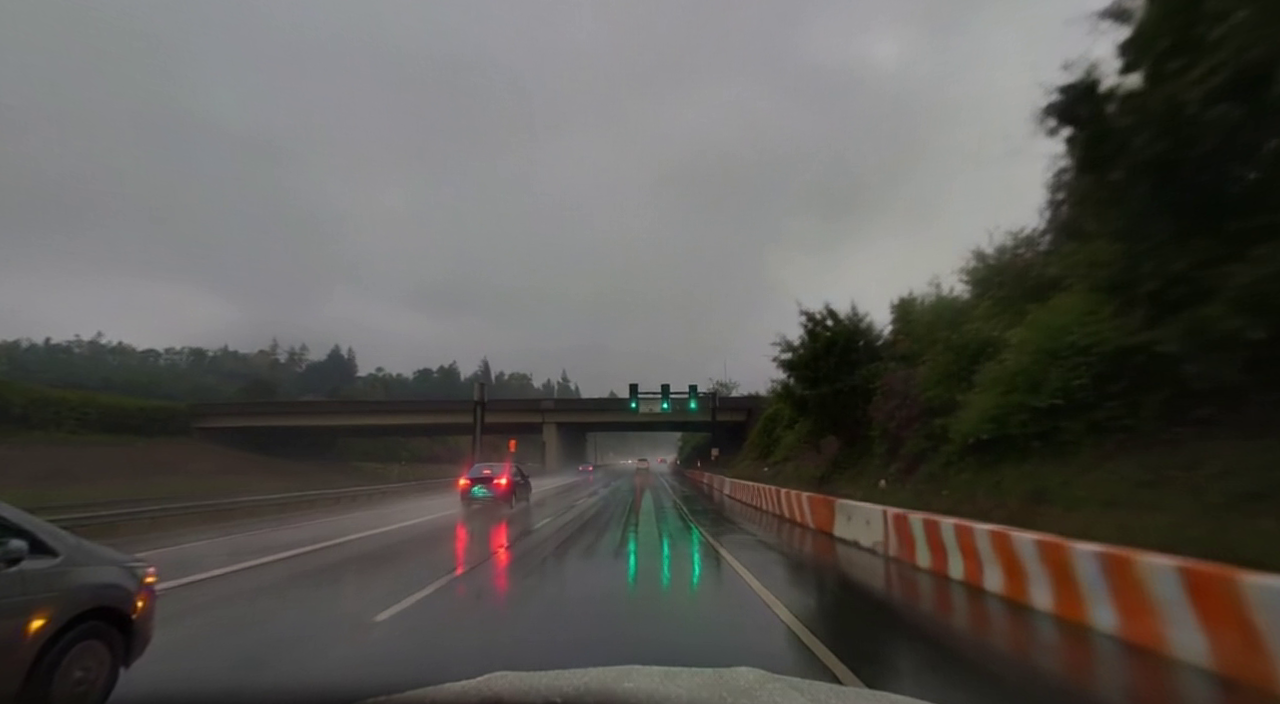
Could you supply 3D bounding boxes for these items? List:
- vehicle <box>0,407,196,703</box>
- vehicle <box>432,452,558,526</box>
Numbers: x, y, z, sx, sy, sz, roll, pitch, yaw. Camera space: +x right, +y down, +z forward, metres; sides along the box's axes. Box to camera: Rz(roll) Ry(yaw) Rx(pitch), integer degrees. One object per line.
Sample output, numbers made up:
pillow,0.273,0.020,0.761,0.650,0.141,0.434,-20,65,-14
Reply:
vehicle,-3.517,0.685,0.936,2.023,1.507,5.082,1,-10,-1
vehicle,-3.242,3.172,14.921,1.992,1.466,3.690,1,-10,2
